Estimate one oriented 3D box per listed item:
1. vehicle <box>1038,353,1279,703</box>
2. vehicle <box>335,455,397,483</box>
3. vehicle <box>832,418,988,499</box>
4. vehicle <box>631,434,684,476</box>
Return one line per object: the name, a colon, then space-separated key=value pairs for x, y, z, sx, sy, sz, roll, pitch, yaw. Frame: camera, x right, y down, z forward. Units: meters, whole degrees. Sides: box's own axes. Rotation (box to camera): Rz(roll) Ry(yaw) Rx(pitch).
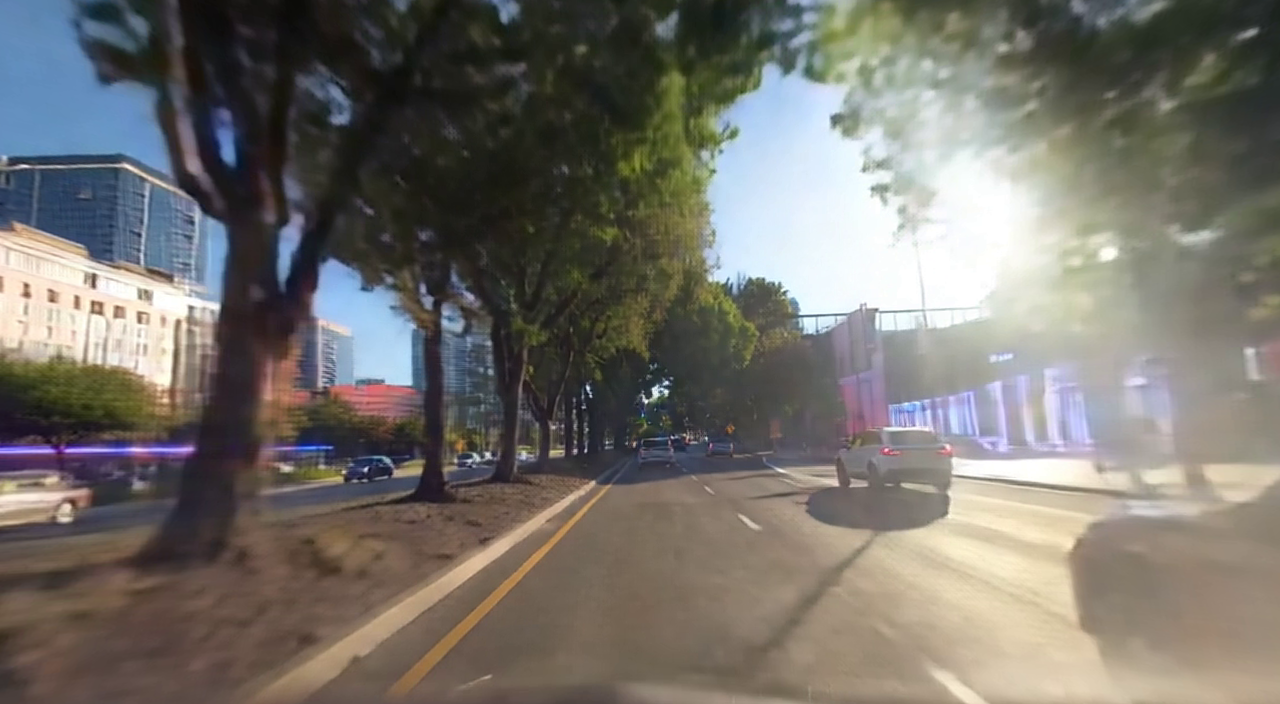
vehicle: x=3.196 y=0.642 z=1.086 sx=1.931 sy=1.591 sz=4.708 roll=0 pitch=-8 yaw=0
vehicle: x=-18.068 y=7.721 z=41.845 sx=1.947 sy=1.609 sz=4.589 roll=0 pitch=-8 yaw=1
vehicle: x=6.794 y=2.740 z=16.571 sx=1.963 sy=1.783 sz=4.722 roll=0 pitch=-8 yaw=0
vehicle: x=0.720 y=4.447 z=27.468 sx=2.125 sy=1.669 sz=3.880 roll=0 pitch=-8 yaw=0
